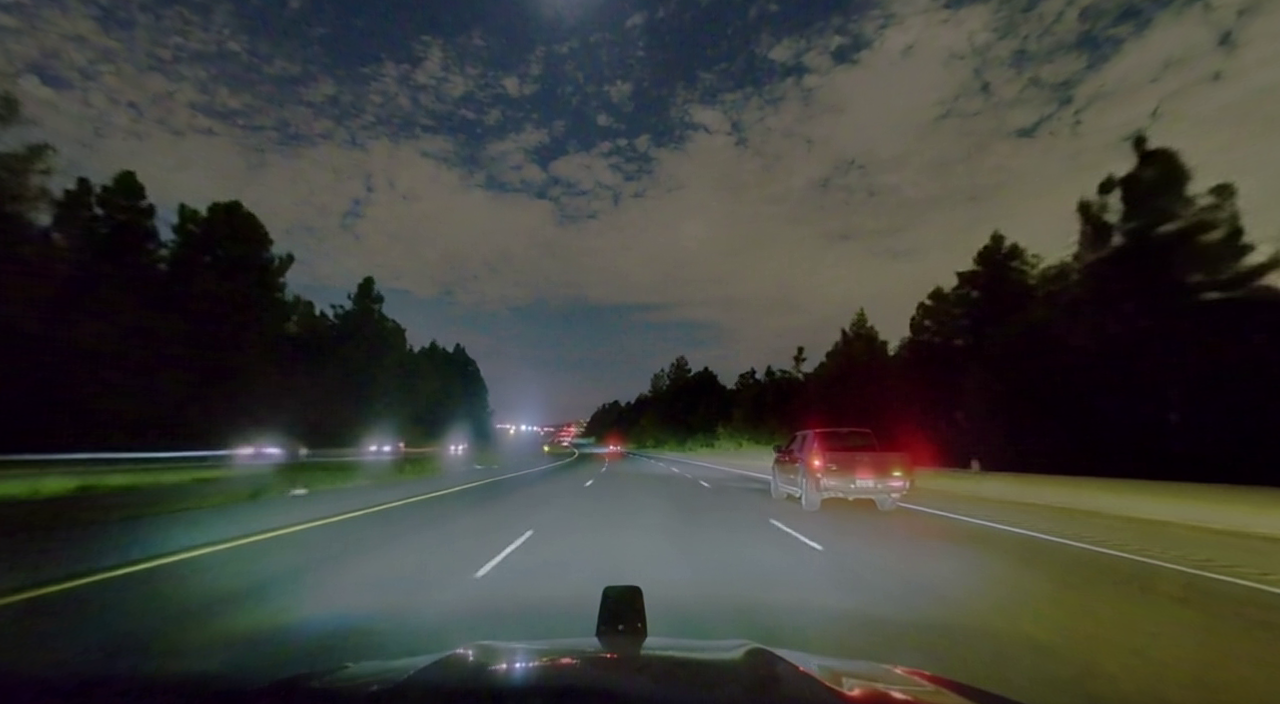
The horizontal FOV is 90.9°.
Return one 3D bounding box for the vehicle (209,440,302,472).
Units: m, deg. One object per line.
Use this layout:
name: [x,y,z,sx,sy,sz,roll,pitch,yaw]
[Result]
vehicle: [-19.058,5.172,31.470,2.242,1.458,3.842,0,-9,-1]
